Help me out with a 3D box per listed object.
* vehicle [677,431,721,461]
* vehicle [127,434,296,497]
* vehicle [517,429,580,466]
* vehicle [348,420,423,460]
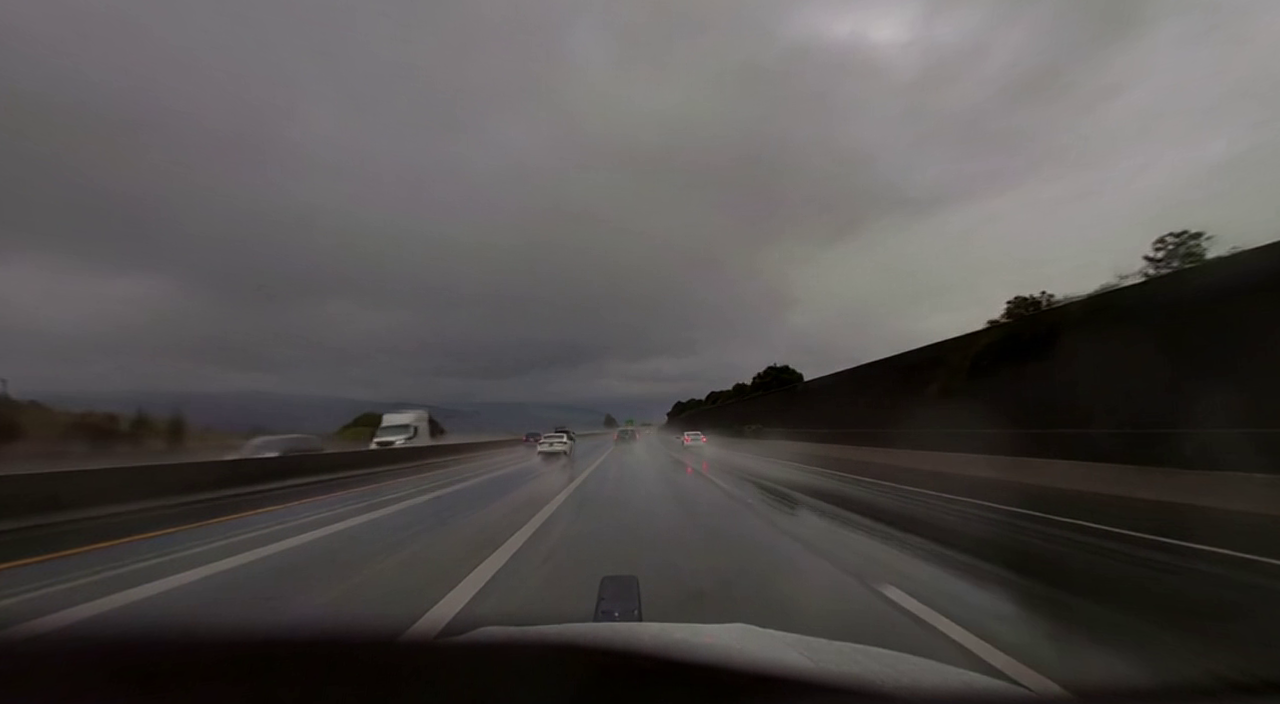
[{"bbox_3d":[3.047,4.893,33.133,1.806,1.469,3.681,0,-8,-2],"label":"vehicle"},{"bbox_3d":[-11.274,2.960,16.980,1.761,1.495,4.028,0,-8,-1],"label":"vehicle"},{"bbox_3d":[-4.009,4.241,28.227,2.204,1.486,4.121,0,-8,0],"label":"vehicle"},{"bbox_3d":[-15.582,5.431,38.978,2.370,2.302,5.407,0,-8,-1],"label":"vehicle"}]
